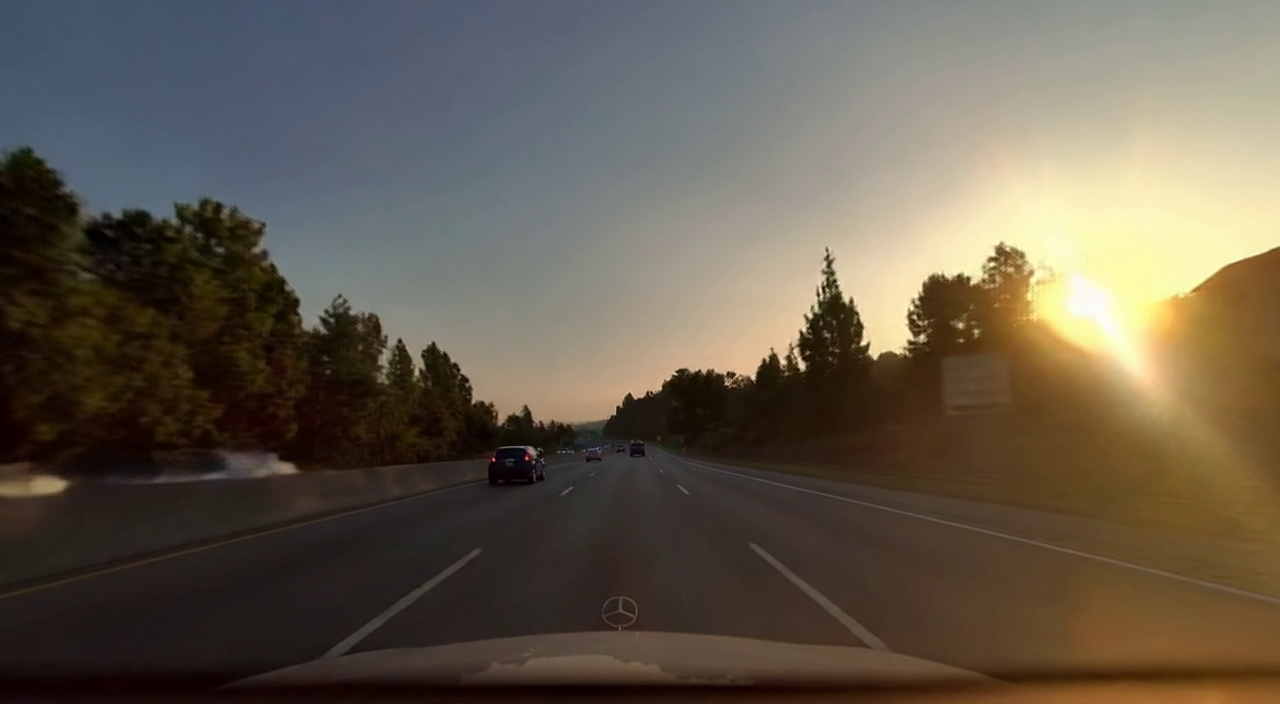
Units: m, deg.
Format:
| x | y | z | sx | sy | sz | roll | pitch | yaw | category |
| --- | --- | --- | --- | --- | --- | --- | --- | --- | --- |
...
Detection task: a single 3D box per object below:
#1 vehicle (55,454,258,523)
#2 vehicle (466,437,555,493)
| x | y | z | sx | sy | sz | roll | pitch | yaw | category |
| --- | --- | --- | --- | --- | --- | --- | --- | --- | --- |
| -12.622 | 3.538 | 16.828 | 1.974 | 1.526 | 4.335 | 0 | -9 | 0 | vehicle |
| -4.291 | 3.821 | 21.561 | 2.151 | 1.693 | 4.201 | 0 | -9 | 0 | vehicle |
